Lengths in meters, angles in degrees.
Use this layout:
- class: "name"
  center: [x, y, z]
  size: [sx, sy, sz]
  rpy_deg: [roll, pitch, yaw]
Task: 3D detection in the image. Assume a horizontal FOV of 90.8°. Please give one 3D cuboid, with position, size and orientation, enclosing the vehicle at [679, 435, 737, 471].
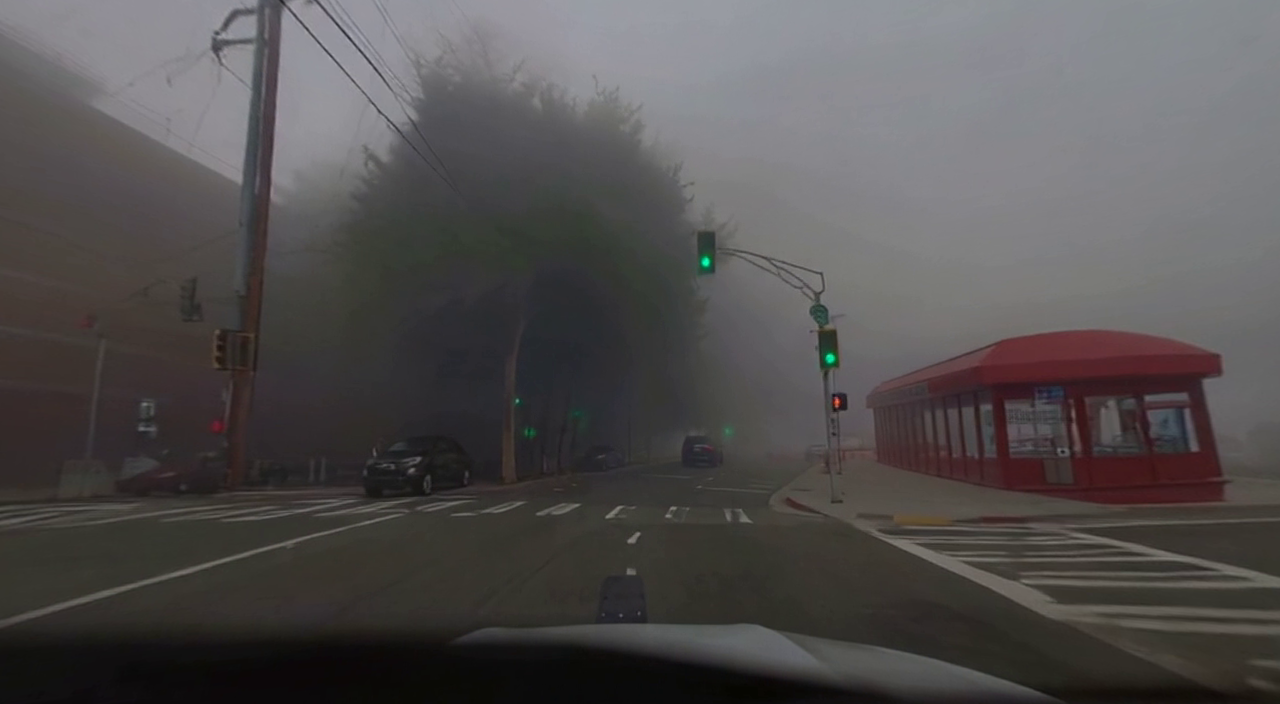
- class: "vehicle"
  center: [3.626, 5.231, 32.819]
  size: [2.101, 1.721, 4.364]
  rpy_deg: [-3, -9, 18]

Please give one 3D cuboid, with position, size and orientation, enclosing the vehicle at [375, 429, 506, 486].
- class: "vehicle"
  center: [-6.480, 3.486, 21.161]
  size: [2.017, 1.684, 4.483]
  rpy_deg: [-2, -9, 15]
